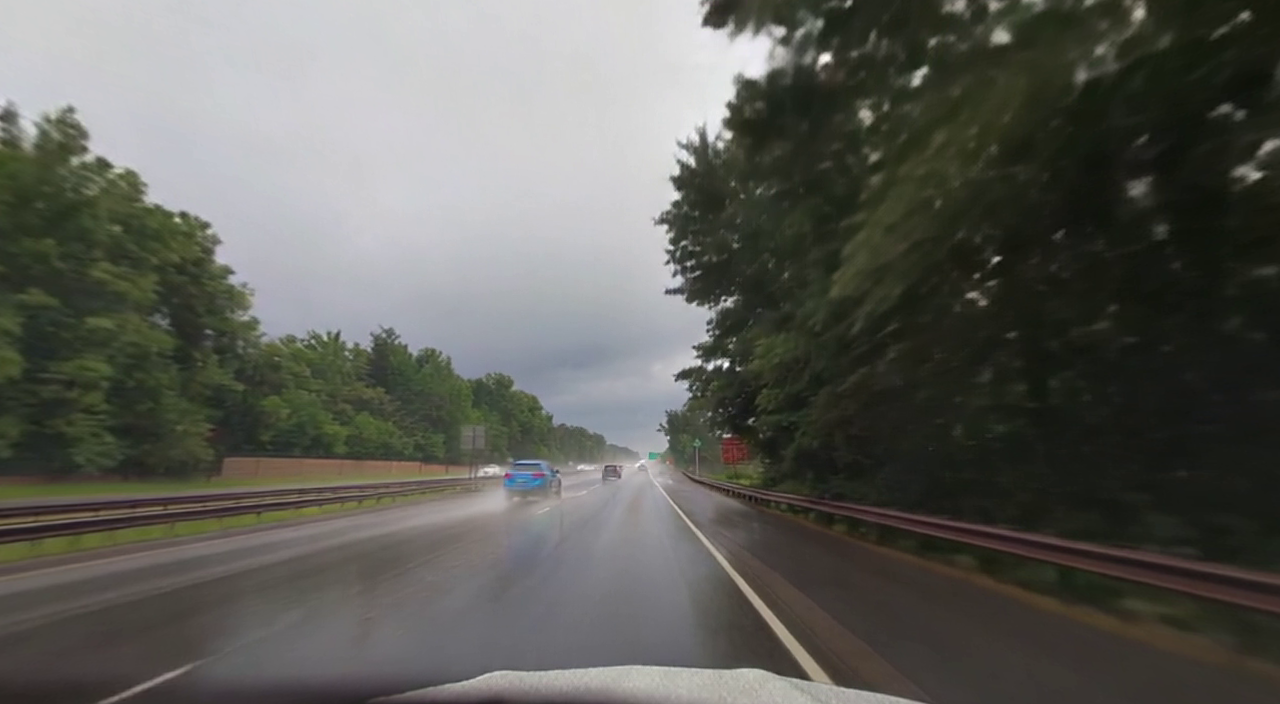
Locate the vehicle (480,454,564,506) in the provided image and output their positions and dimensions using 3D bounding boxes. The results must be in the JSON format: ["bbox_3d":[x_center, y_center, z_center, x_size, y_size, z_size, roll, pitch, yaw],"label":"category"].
[{"bbox_3d":[-4.053,4.517,22.439,2.042,1.629,4.276,1,-10,1],"label":"vehicle"}]
